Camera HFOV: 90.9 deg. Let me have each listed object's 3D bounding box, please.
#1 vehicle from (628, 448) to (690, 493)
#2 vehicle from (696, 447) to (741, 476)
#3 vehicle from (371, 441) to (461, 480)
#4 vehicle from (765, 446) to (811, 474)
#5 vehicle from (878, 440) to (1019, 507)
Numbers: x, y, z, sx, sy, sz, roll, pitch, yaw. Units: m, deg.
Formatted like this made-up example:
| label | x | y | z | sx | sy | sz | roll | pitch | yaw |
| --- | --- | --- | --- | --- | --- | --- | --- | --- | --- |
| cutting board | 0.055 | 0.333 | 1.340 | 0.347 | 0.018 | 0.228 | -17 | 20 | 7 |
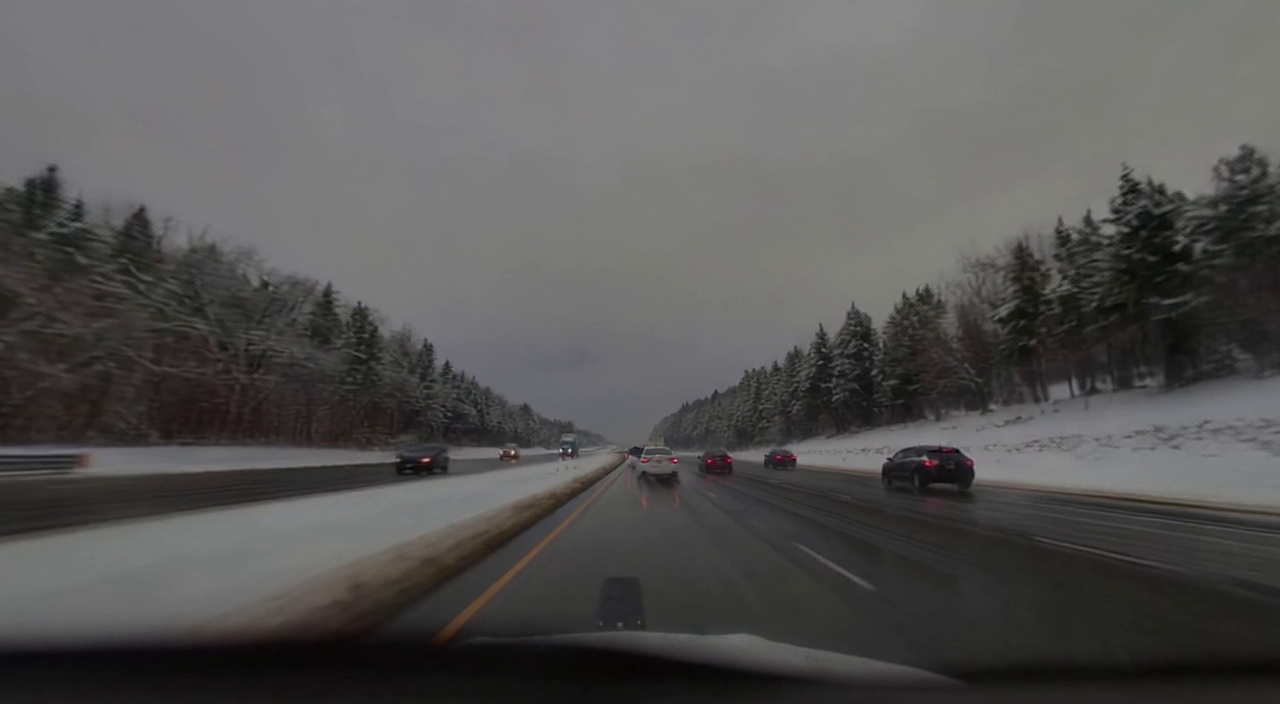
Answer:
| label | x | y | z | sx | sy | sz | roll | pitch | yaw |
| --- | --- | --- | --- | --- | --- | --- | --- | --- | --- |
| vehicle | 0.629 | 4.146 | 22.362 | 2.020 | 1.426 | 3.702 | 0 | -9 | 0 |
| vehicle | 4.362 | 6.185 | 35.664 | 1.981 | 1.518 | 4.029 | 0 | -9 | -1 |
| vehicle | -9.197 | 4.488 | 26.299 | 1.990 | 1.466 | 4.544 | -1 | -9 | 2 |
| vehicle | 9.166 | 6.716 | 39.291 | 1.957 | 1.594 | 3.632 | 0 | -9 | -1 |
| vehicle | 8.070 | 3.186 | 16.925 | 1.847 | 1.554 | 3.752 | 0 | -9 | 0 |
